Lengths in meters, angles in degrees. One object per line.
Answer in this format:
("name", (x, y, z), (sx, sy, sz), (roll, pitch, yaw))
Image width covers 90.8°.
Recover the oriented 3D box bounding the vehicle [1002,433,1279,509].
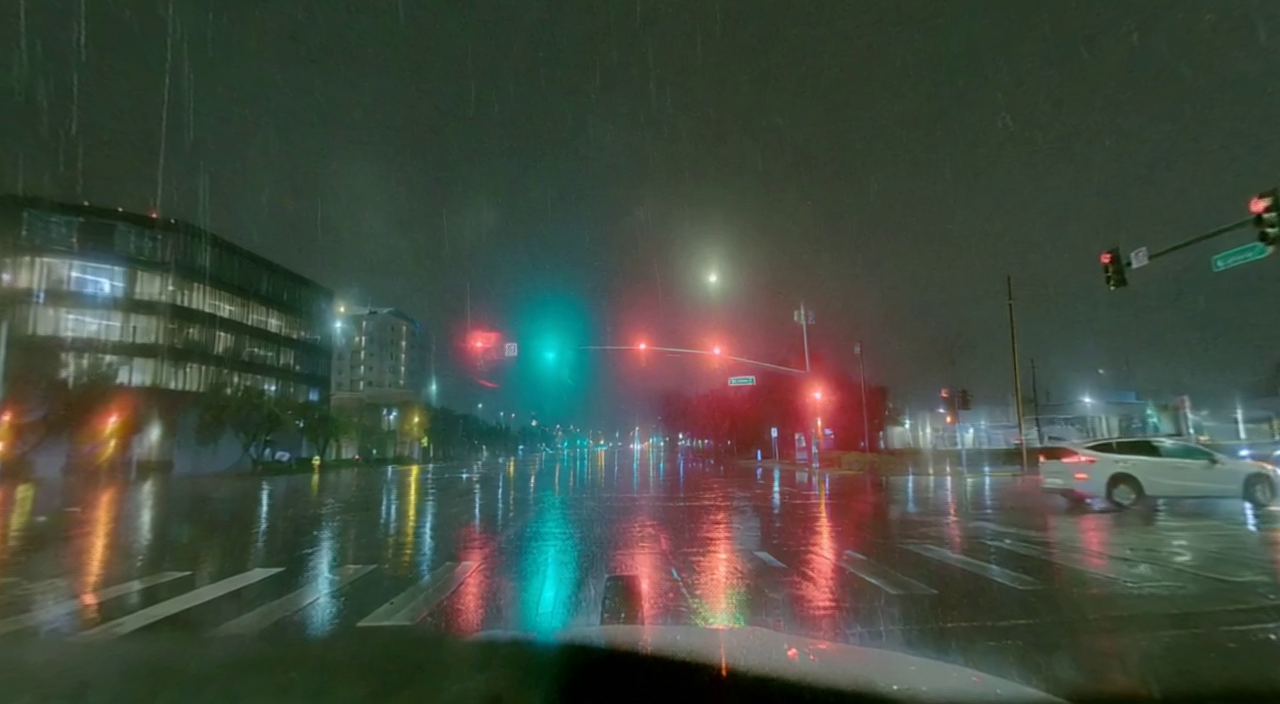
("vehicle", (11.383, 2.699, 14.544), (4.774, 1.562, 1.995), (-2, -9, 10))
